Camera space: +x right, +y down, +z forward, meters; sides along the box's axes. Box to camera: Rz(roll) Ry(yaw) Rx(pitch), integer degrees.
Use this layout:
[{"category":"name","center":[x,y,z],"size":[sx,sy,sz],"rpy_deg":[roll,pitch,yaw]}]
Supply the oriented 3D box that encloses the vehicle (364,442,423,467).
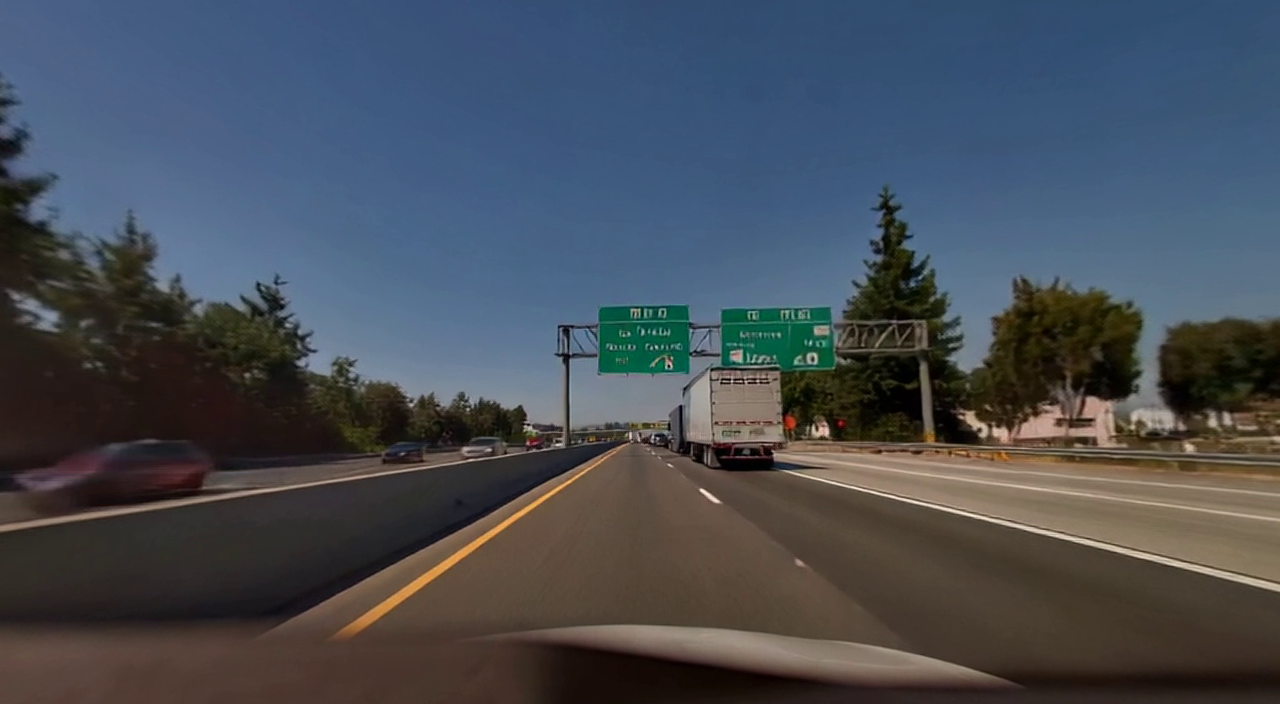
[{"category":"vehicle","center":[-16.071,6.690,41.404],"size":[1.965,1.489,4.918],"rpy_deg":[0,-8,-1]}]

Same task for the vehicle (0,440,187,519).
[{"category":"vehicle","center":[-13.241,2.898,14.973],"size":[1.896,1.577,4.074],"rpy_deg":[0,-8,0]}]

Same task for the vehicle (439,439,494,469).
[{"category":"vehicle","center":[-9.168,5.394,33.664],"size":[1.847,1.456,3.890],"rpy_deg":[0,-8,0]}]

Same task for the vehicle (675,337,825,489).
[{"category":"vehicle","center":[3.241,2.472,23.282],"size":[2.954,3.995,13.335],"rpy_deg":[0,-8,-1]}]
